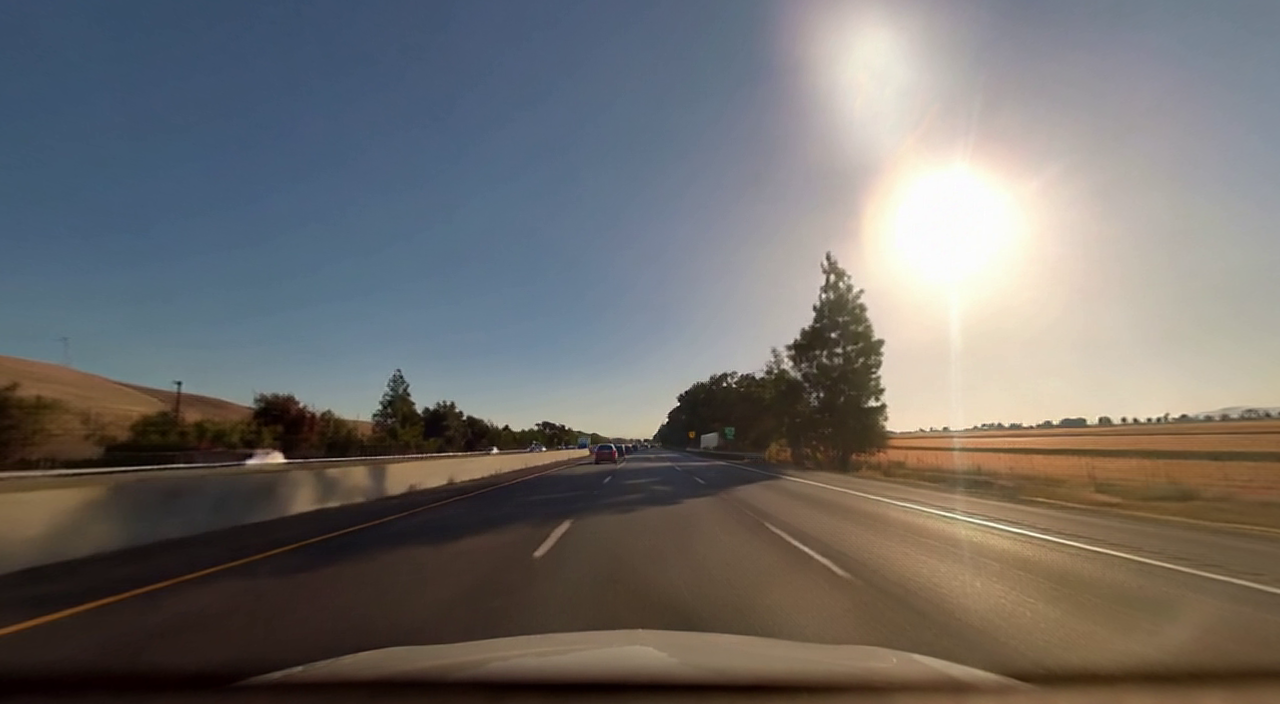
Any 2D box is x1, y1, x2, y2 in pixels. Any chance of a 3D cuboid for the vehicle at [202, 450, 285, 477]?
[{"bbox_3d":[-24.465,6.848,39.099,1.991,1.525,4.792,0,-8,0],"label":"vehicle"}]
